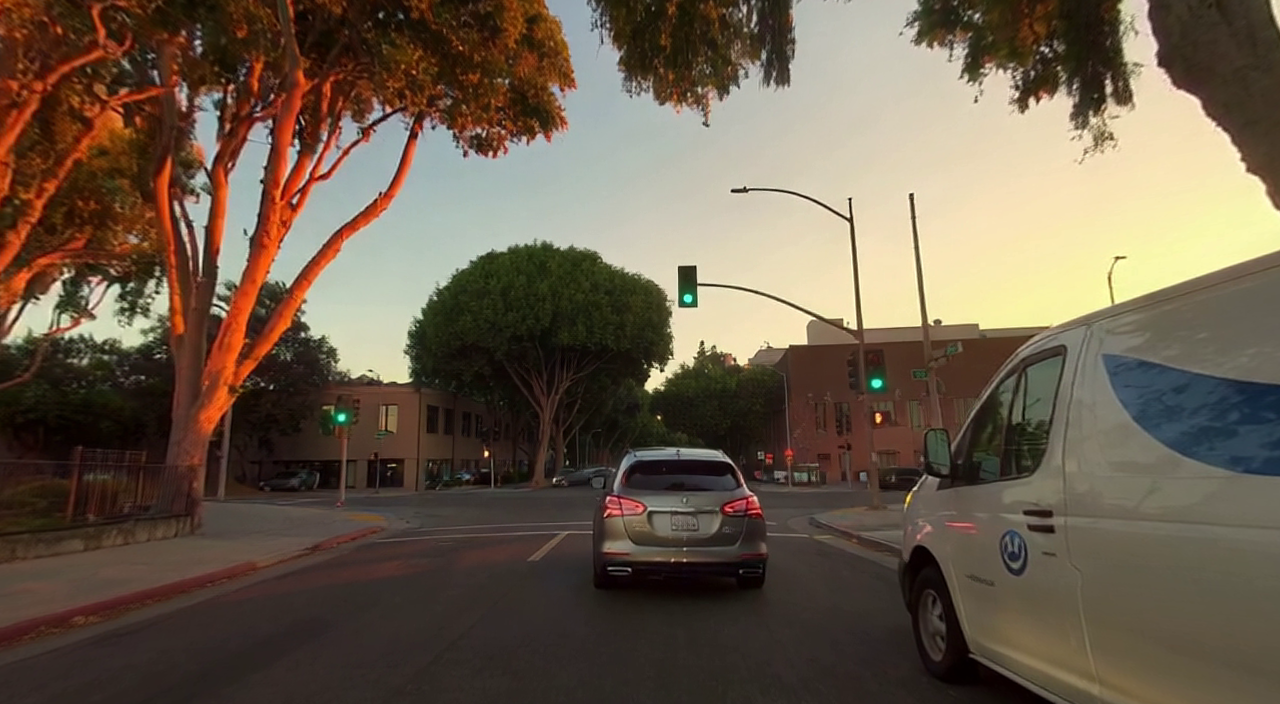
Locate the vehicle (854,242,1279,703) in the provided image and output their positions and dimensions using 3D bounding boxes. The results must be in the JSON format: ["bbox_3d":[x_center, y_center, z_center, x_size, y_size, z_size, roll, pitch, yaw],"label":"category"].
[{"bbox_3d":[2.857,0.853,2.662,2.054,1.965,5.248,1,-11,0],"label":"vehicle"}]

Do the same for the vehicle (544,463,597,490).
[{"bbox_3d":[-4.652,8.494,43.266,1.993,1.692,4.675,-2,-11,15],"label":"vehicle"}]

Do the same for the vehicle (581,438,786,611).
[{"bbox_3d":[0.350,1.999,7.931,1.961,1.629,3.610,1,-11,-2],"label":"vehicle"}]
